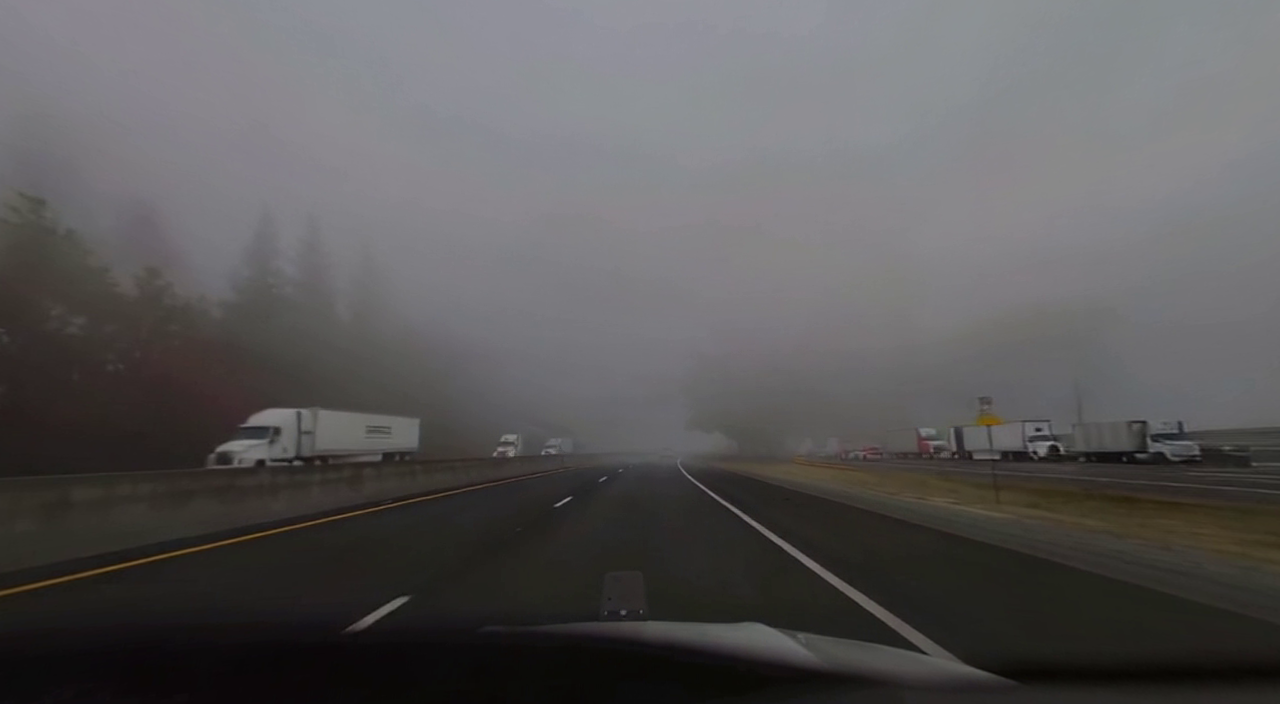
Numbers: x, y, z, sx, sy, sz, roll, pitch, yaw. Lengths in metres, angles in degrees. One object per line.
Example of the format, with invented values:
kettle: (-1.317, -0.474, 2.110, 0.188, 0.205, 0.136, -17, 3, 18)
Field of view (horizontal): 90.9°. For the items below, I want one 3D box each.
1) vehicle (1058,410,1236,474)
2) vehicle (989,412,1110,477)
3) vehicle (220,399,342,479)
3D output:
vehicle: (37.070, 6.844, 47.203, 2.901, 3.941, 12.447, -4, -9, 0)
vehicle: (28.055, 6.437, 43.785, 2.821, 4.075, 7.994, 0, -9, -1)
vehicle: (-19.558, 4.832, 34.829, 2.956, 3.971, 5.830, -1, -9, 2)
